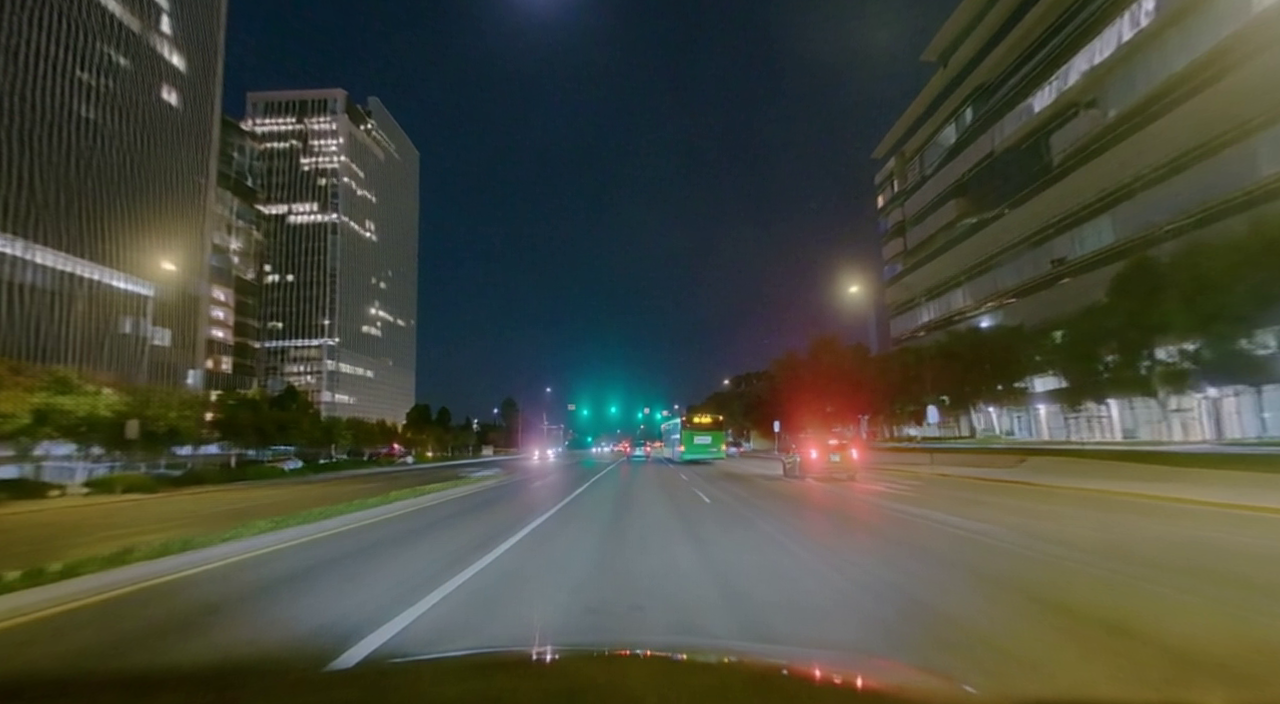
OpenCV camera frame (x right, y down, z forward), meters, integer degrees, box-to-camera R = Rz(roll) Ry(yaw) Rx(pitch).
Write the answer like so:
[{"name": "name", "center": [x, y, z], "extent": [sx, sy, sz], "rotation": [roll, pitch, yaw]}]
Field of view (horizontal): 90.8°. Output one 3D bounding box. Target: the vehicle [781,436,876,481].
[{"name": "vehicle", "center": [6.706, 3.838, 22.997], "extent": [1.992, 1.447, 4.414], "rotation": [0, -9, -1]}]

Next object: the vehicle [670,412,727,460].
[{"name": "vehicle", "center": [4.380, 6.662, 49.525], "extent": [2.760, 3.325, 9.045], "rotation": [1, -9, -6]}]

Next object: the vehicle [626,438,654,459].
[{"name": "vehicle", "center": [-0.008, 7.569, 49.502], "extent": [2.145, 1.572, 4.021], "rotation": [0, -9, 0]}]
